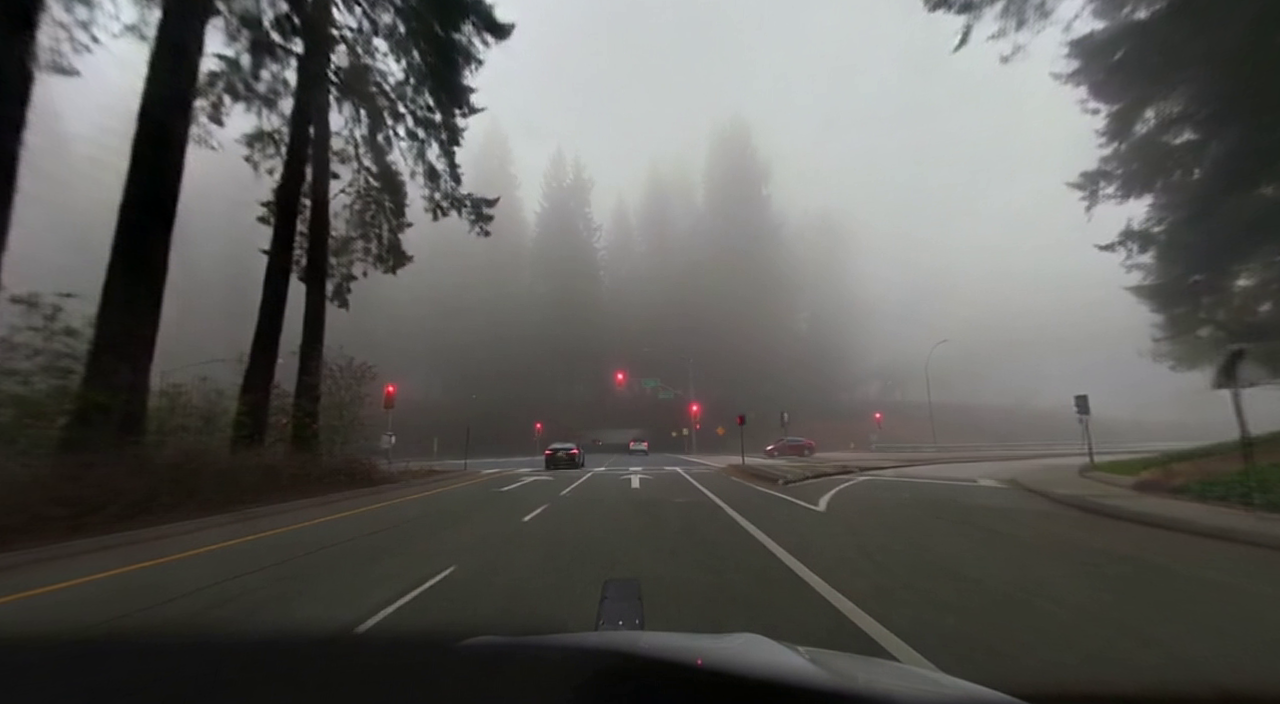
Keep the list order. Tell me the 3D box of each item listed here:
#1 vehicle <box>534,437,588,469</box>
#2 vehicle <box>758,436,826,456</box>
[{"bbox_3d":[-3.835,4.984,31.357,2.082,1.472,4.310,0,-9,0],"label":"vehicle"},{"bbox_3d":[11.734,7.283,48.944,4.691,1.466,1.800,1,-9,-6],"label":"vehicle"}]
